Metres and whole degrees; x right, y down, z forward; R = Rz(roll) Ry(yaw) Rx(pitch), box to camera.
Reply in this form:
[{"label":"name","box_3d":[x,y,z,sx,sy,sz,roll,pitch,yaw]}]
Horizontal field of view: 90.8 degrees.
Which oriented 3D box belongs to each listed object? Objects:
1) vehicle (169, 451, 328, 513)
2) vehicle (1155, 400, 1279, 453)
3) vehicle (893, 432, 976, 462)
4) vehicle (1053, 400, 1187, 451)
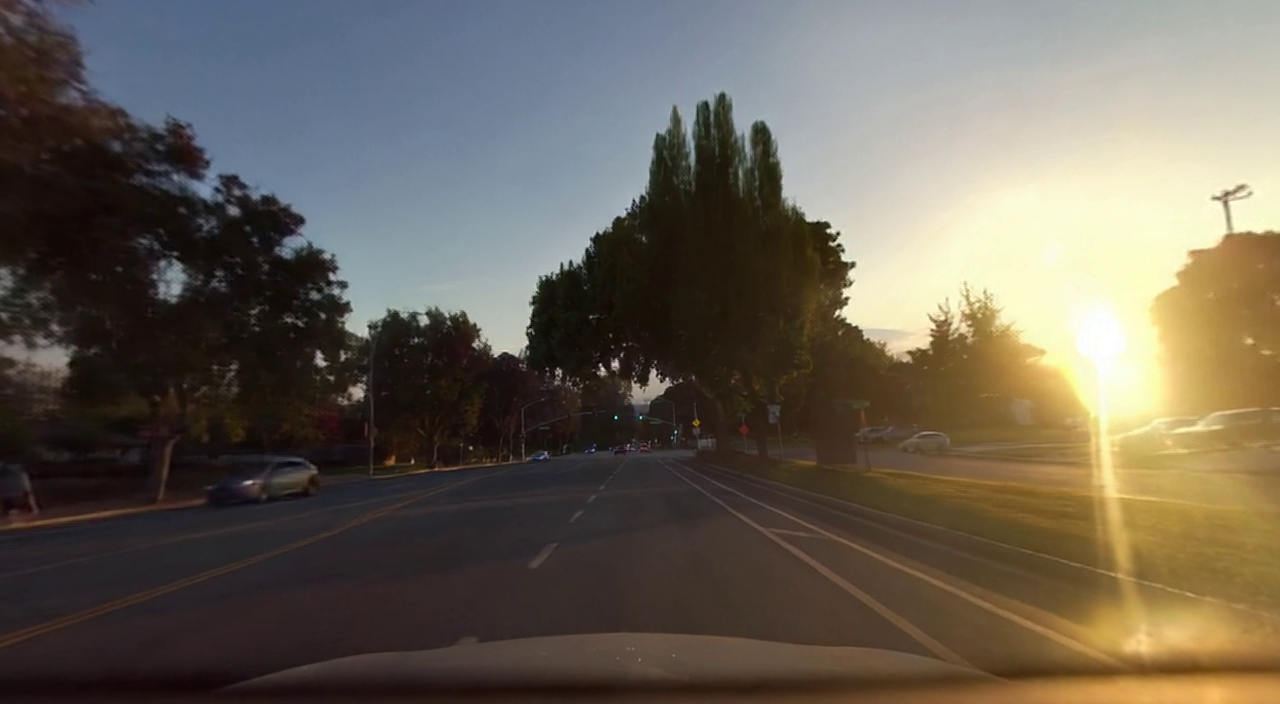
[{"label":"vehicle","box_3d":[-11.756,3.892,19.381,1.999,1.618,4.217,-1,-9,3]},{"label":"vehicle","box_3d":[22.208,2.733,23.083,4.896,1.839,1.962,-1,-8,2]},{"label":"vehicle","box_3d":[15.505,5.043,33.607,1.882,1.446,4.741,0,-9,-4]},{"label":"vehicle","box_3d":[22.678,3.511,29.979,4.512,1.837,2.059,-6,-8,-2]}]
